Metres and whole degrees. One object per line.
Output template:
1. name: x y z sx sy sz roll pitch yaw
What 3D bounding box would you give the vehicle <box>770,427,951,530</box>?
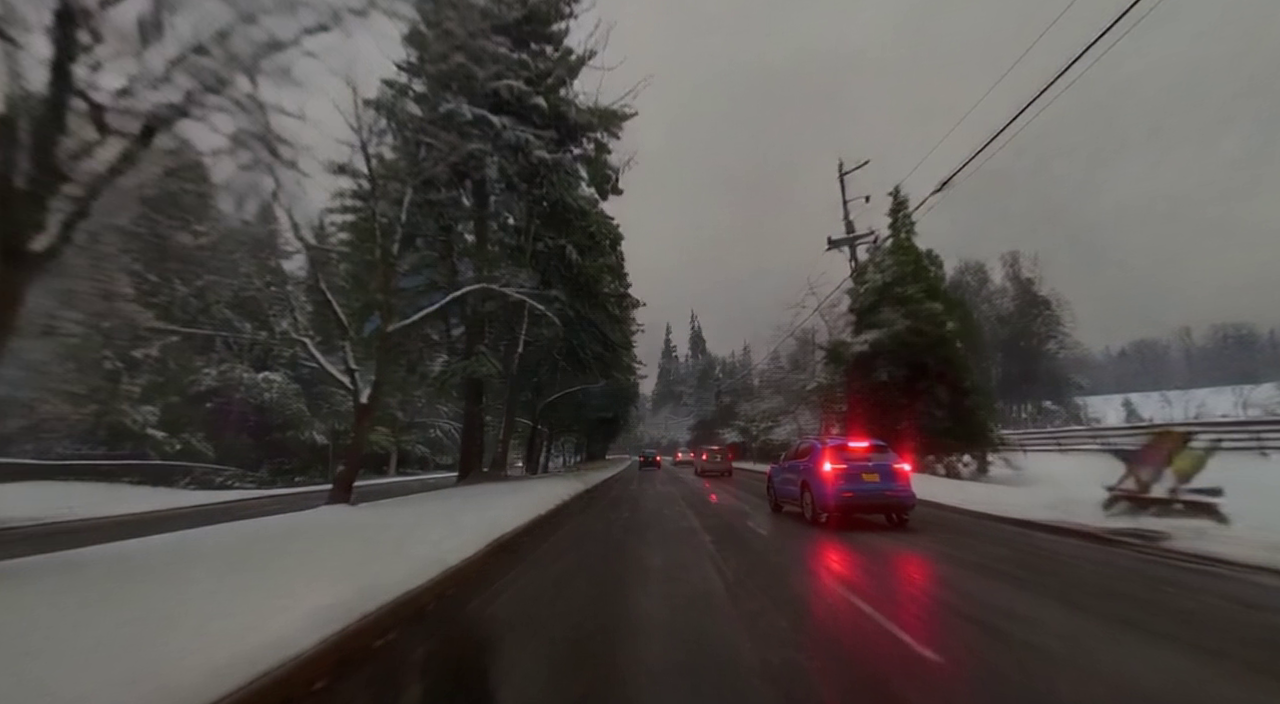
1. vehicle: 3.998 2.348 12.316 2.052 1.639 4.123 0 -8 0

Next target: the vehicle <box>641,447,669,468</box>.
1. vehicle: 1.093 7.971 47.948 2.026 1.466 4.282 0 -8 1

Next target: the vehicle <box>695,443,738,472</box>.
1. vehicle: 4.598 6.390 38.564 2.110 1.666 3.912 0 -8 0
